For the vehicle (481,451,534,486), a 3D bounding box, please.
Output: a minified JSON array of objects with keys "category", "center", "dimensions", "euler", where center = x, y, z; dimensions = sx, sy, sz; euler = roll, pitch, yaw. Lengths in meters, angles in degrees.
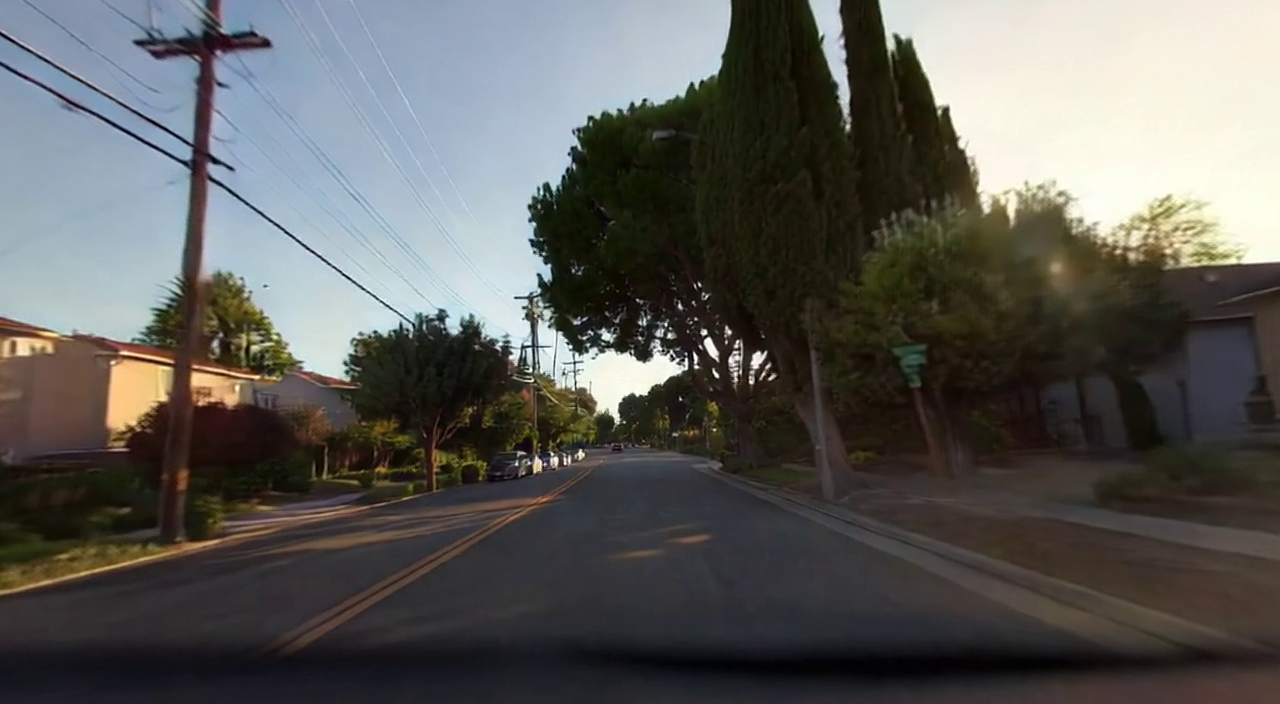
[{"category":"vehicle","center":[-7.274,6.411,35.143],"dimensions":[1.869,1.442,4.344],"euler":[-9,-8,-1]}]
